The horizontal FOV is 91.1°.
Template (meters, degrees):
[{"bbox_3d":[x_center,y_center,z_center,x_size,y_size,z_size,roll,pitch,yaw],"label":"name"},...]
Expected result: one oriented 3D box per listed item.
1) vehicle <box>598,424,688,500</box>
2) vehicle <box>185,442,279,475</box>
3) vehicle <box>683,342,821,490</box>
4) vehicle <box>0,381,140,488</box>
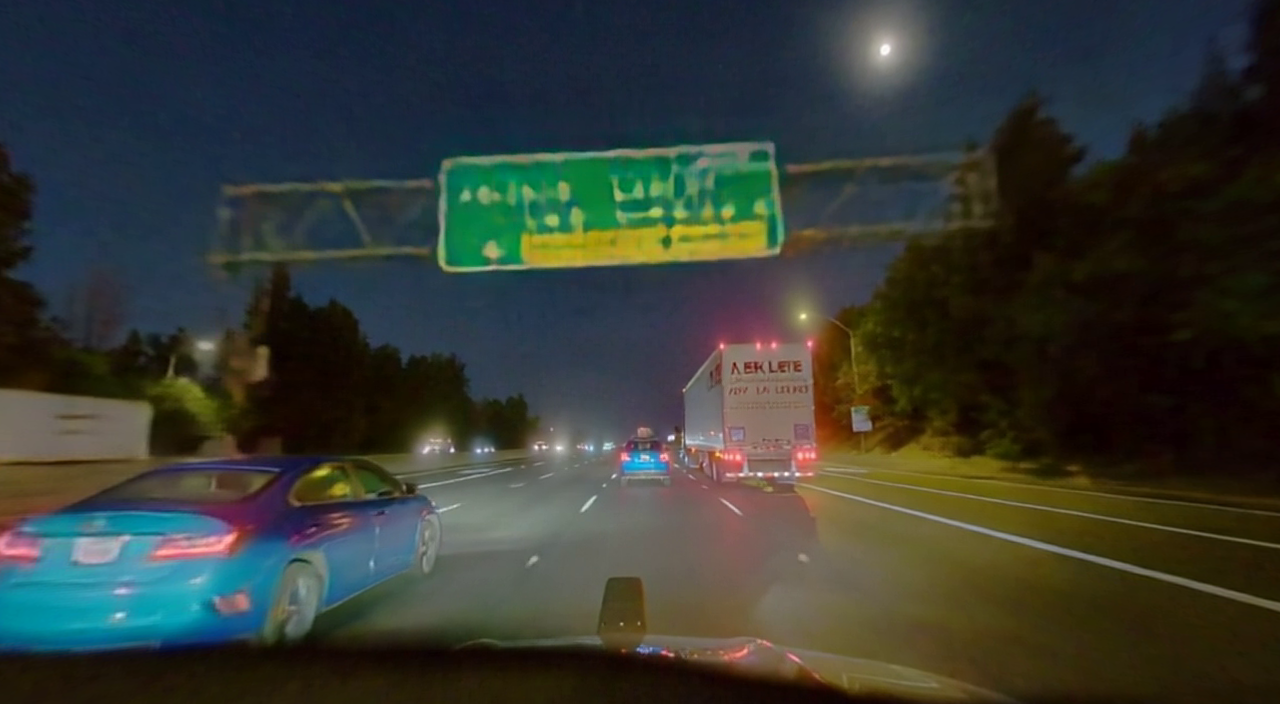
[{"bbox_3d":[0.069,2.838,16.553,2.054,1.706,4.201,0,-8,0],"label":"vehicle"},{"bbox_3d":[-21.953,5.721,34.022,1.933,1.640,4.625,0,-8,1],"label":"vehicle"},{"bbox_3d":[3.652,2.934,25.545,2.909,4.135,15.820,0,-8,1],"label":"vehicle"},{"bbox_3d":[-25.974,3.175,24.079,2.899,4.036,12.950,0,-8,0],"label":"vehicle"}]
